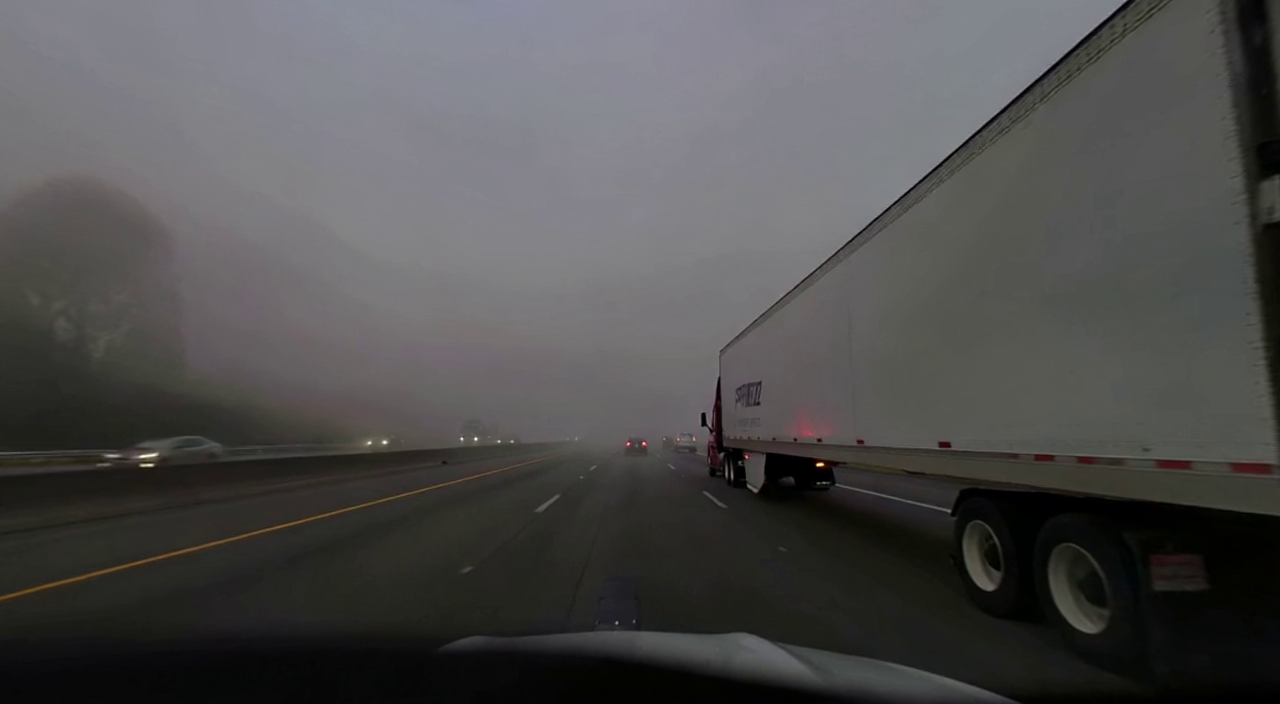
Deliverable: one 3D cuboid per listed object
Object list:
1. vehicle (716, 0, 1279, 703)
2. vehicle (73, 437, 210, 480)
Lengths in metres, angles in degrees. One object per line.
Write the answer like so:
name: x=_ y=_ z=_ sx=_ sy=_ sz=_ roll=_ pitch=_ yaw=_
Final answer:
vehicle: x=3.689 y=0.516 z=9.354 sx=2.976 sy=4.077 sz=14.571 roll=0 pitch=-8 yaw=-1
vehicle: x=-19.248 y=4.095 z=24.615 sx=1.930 sy=1.486 sz=4.185 roll=0 pitch=-8 yaw=-1
